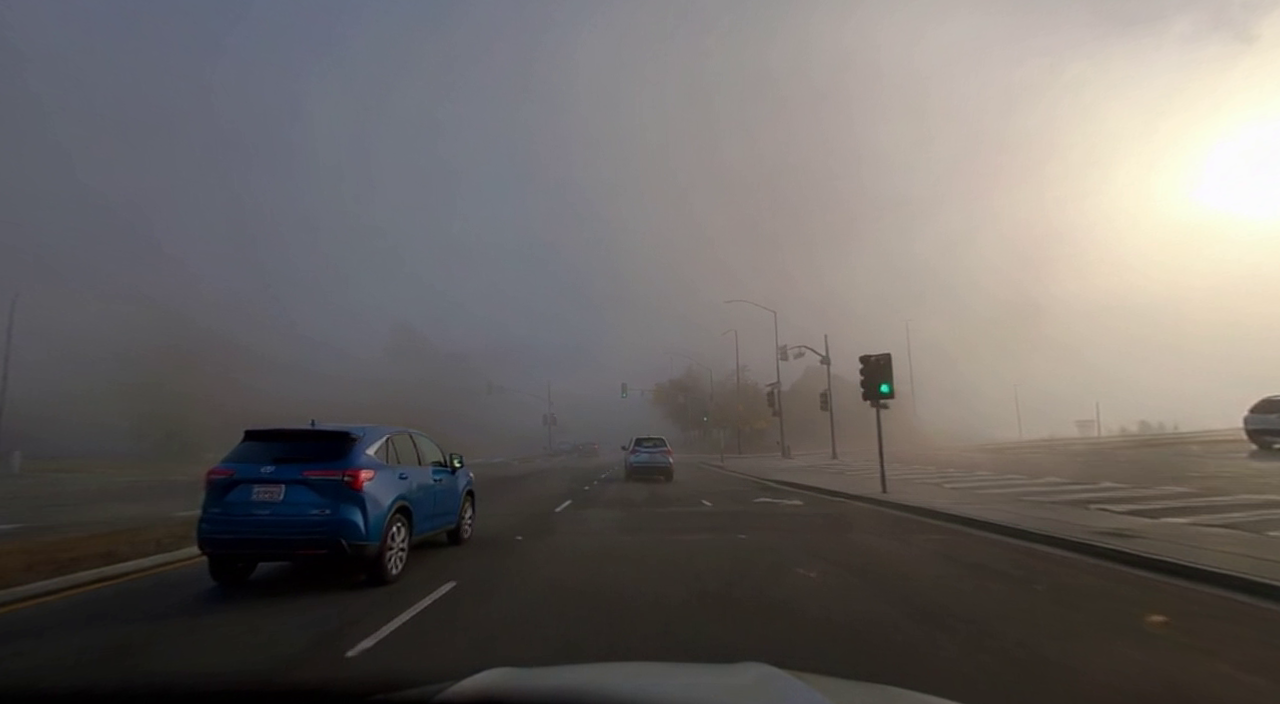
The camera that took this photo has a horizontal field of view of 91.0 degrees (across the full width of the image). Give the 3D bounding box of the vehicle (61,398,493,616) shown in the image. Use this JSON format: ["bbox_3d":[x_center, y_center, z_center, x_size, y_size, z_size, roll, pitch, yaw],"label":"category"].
[{"bbox_3d":[-3.503,1.612,7.593,2.247,1.734,4.919,0,-8,0],"label":"vehicle"}]

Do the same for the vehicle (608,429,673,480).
[{"bbox_3d":[-0.027,4.410,27.324,2.552,1.999,5.498,0,-8,-1],"label":"vehicle"}]
